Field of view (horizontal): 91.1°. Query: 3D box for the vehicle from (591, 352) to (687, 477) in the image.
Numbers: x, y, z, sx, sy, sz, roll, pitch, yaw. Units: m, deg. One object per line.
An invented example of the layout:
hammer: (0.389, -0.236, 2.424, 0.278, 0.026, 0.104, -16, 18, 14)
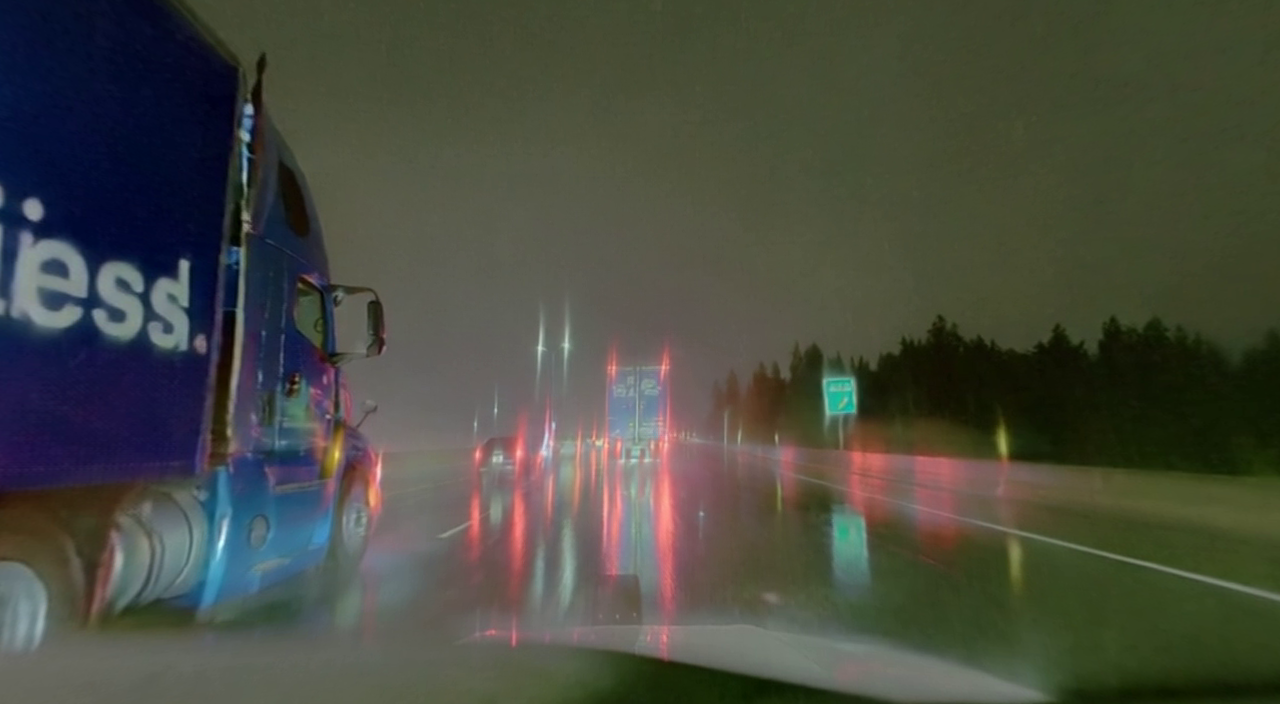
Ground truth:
vehicle: (-0.251, 2.742, 25.992, 3.118, 4.106, 10.719, 0, -8, -2)

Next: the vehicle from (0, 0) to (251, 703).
vehicle: (-4.324, -0.366, 1.522, 3.007, 4.031, 6.044, 0, -7, -3)

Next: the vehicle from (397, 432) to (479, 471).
vehicle: (-8.480, 4.192, 26.904, 1.976, 1.510, 4.604, 0, -8, 0)

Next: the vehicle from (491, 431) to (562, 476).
vehicle: (-4.036, 3.682, 23.045, 1.933, 1.492, 3.838, 0, -8, -1)
